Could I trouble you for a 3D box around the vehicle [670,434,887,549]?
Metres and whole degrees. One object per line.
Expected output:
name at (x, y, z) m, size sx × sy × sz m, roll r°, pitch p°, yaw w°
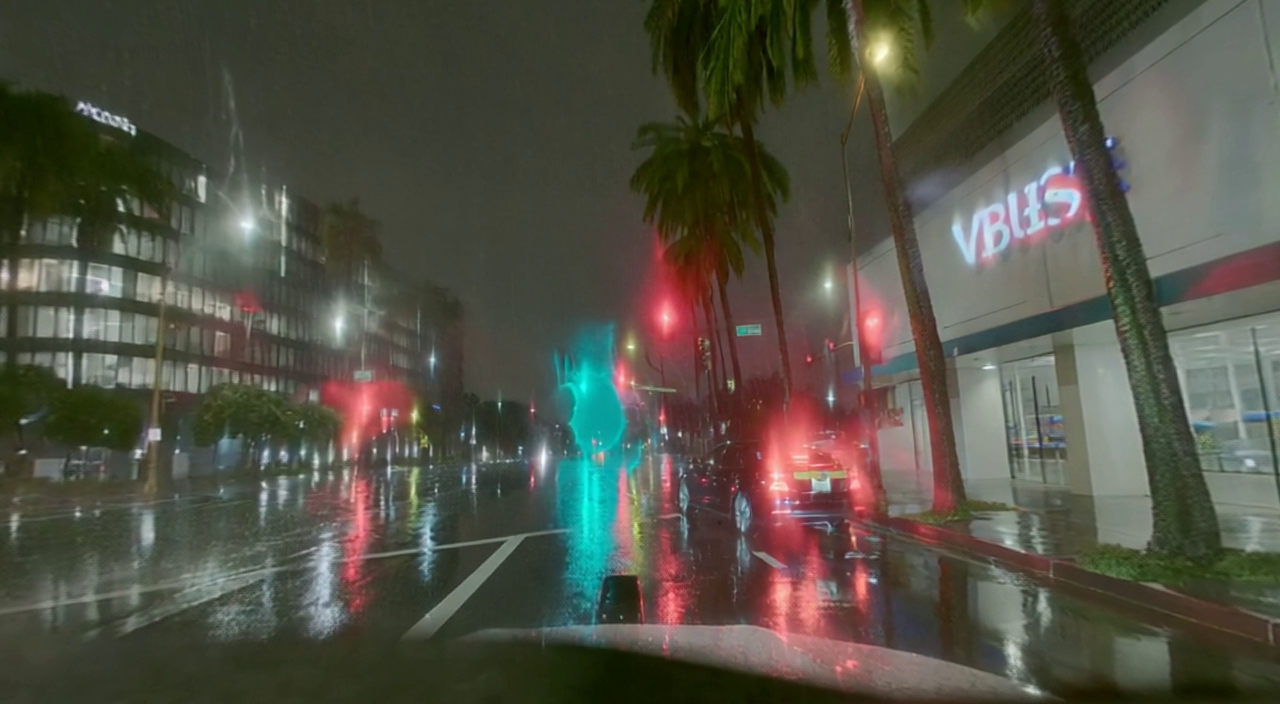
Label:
vehicle at (1.954, 2.160, 10.654) m, size 2.090 × 1.466 × 4.676 m, roll 1°, pitch -8°, yaw -7°
